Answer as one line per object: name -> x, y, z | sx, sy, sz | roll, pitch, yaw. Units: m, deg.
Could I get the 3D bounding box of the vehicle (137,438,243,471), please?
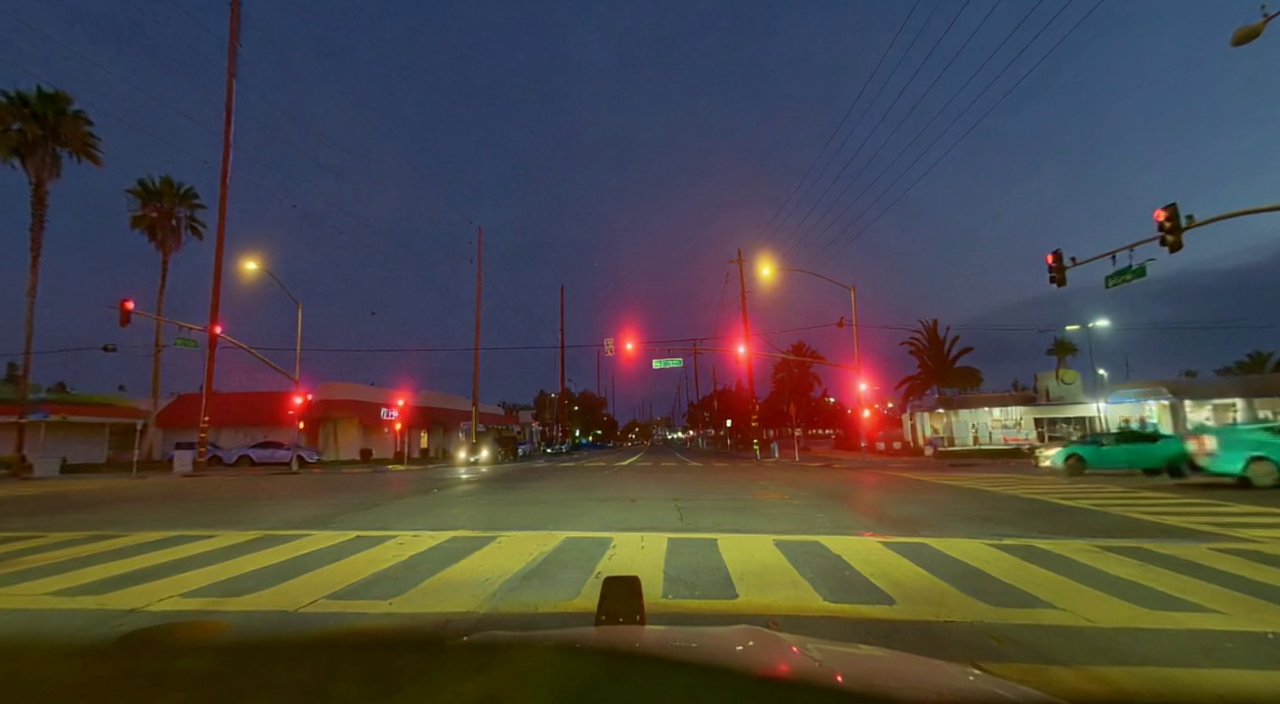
vehicle -> -25.901, 5.922, 36.462 | 4.613, 1.820, 2.021 | 0, -9, 3

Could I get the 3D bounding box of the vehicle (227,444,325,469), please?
vehicle -> -22.308, 6.427, 38.855 | 4.849, 1.444, 1.881 | 0, -8, 1

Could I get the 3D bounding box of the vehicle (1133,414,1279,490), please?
vehicle -> 13.981, 2.099, 13.336 | 5.094, 1.490, 2.223 | -3, -9, 22

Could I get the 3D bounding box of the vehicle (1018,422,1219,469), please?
vehicle -> 15.723, 3.114, 21.027 | 4.918, 1.479, 1.897 | -1, -9, 8

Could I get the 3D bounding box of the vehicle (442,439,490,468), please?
vehicle -> -11.964, 6.986, 43.807 | 2.016, 1.717, 4.287 | 0, -6, 1
